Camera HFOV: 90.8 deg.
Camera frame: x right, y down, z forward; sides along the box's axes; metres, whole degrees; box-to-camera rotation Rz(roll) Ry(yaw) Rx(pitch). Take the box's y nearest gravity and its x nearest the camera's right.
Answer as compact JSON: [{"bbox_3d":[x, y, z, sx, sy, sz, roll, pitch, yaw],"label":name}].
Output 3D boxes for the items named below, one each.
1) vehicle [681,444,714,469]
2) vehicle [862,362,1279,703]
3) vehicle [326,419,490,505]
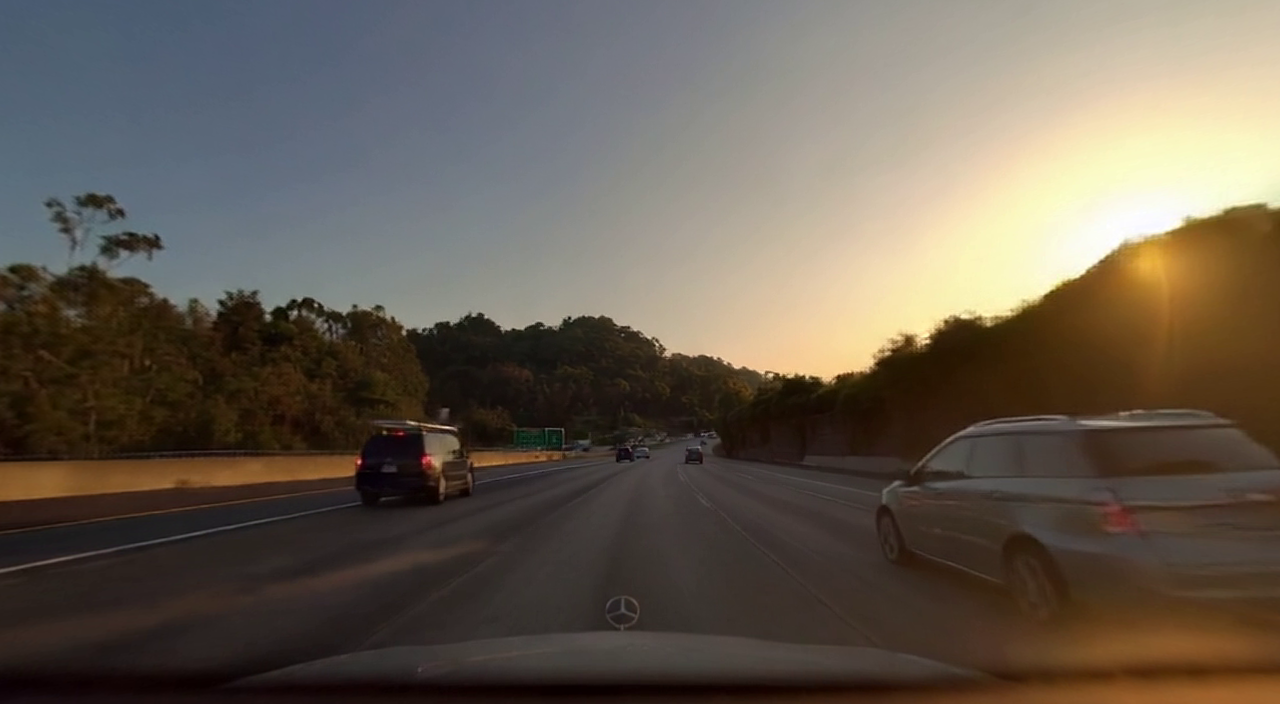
[{"bbox_3d":[4.420,8.144,49.353,2.211,1.814,4.404,0,-9,0],"label":"vehicle"},{"bbox_3d":[3.574,1.254,4.884,2.075,1.743,4.410,0,-9,0],"label":"vehicle"},{"bbox_3d":[-6.293,3.115,18.218,2.383,2.048,5.875,0,-9,1],"label":"vehicle"}]
